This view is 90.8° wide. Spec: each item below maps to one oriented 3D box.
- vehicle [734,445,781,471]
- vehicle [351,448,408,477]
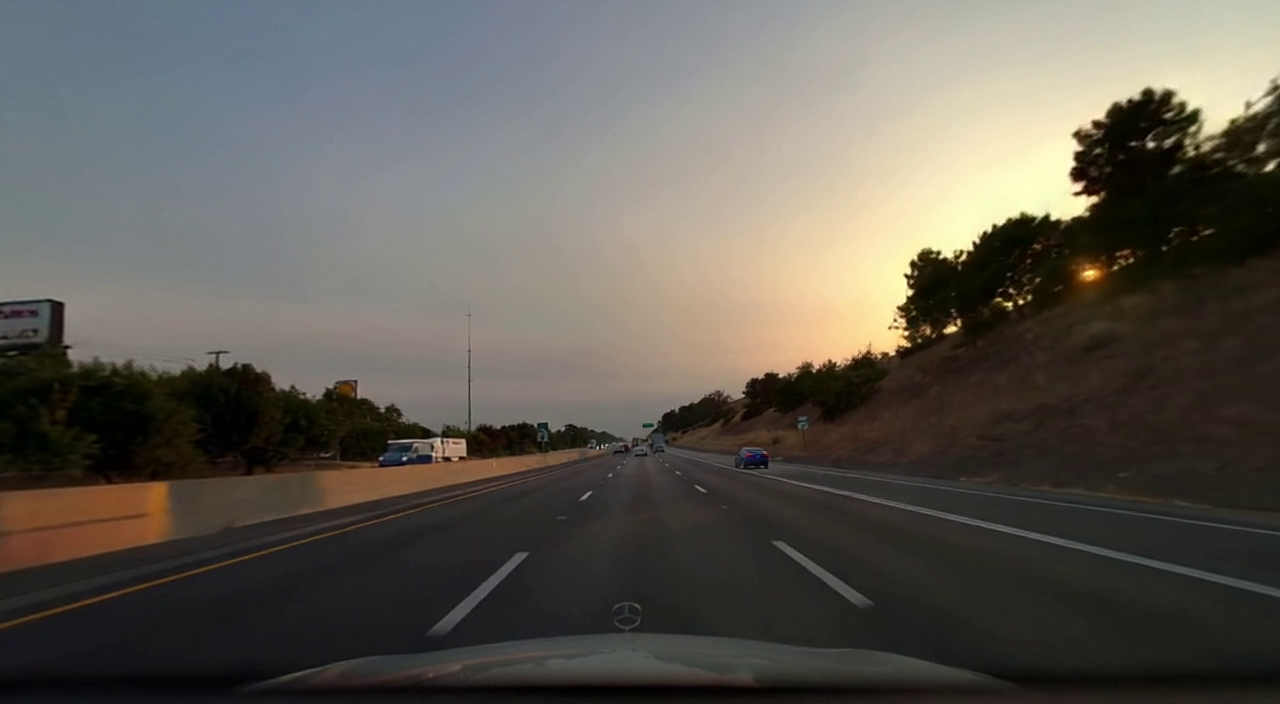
[{"bbox_3d":[7.041,6.395,38.151,1.967,1.472,3.751,0,-9,-3],"label":"vehicle"},{"bbox_3d":[-19.397,8.215,47.226,2.091,2.078,5.210,0,-9,-1],"label":"vehicle"}]
